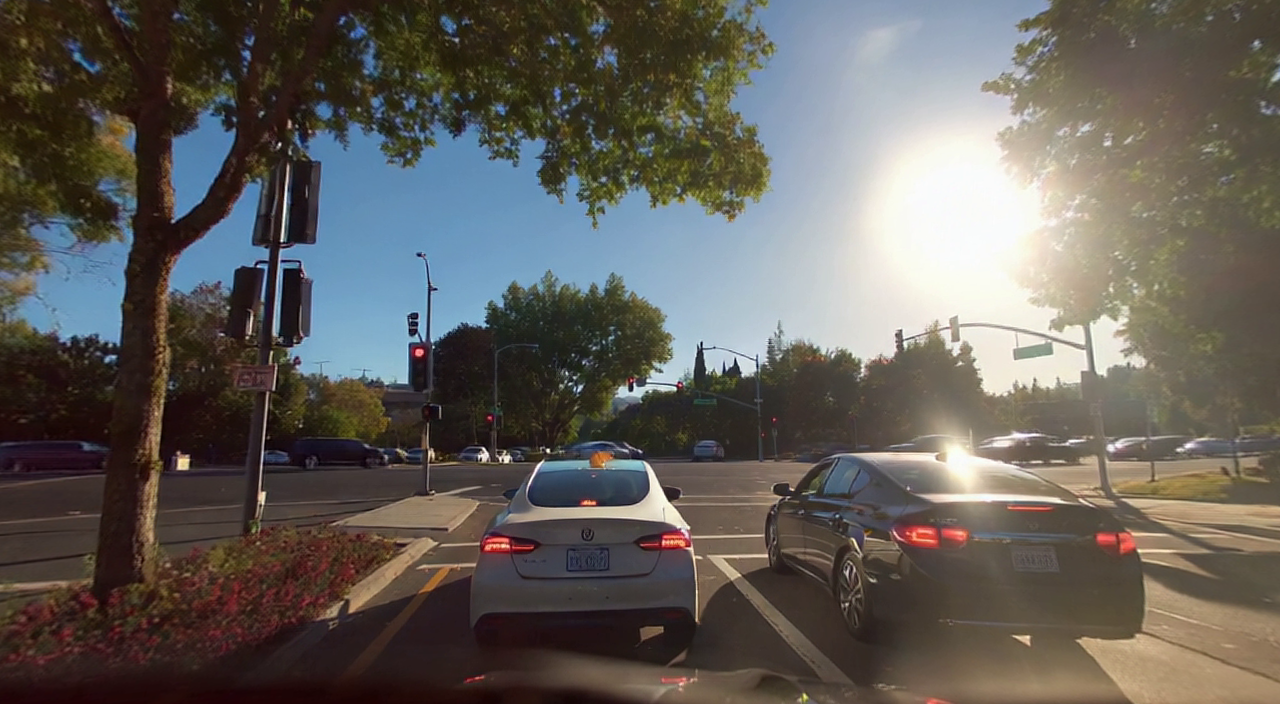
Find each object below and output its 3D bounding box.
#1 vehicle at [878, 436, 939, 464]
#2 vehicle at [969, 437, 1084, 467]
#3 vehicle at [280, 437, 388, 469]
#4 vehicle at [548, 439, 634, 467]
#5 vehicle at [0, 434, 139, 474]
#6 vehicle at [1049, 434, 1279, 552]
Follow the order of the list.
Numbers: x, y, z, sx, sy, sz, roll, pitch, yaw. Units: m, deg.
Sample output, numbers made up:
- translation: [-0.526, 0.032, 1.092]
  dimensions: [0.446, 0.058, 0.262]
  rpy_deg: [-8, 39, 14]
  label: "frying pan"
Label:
- translation: [16.161, 5.873, 37.888]
  dimensions: [2.001, 1.561, 4.481]
  rpy_deg: [-7, -11, 40]
  label: "vehicle"
- translation: [19.578, 5.071, 32.186]
  dimensions: [4.516, 1.468, 1.962]
  rpy_deg: [-1, -9, 9]
  label: "vehicle"
- translation: [-14.996, 4.941, 31.035]
  dimensions: [4.580, 1.472, 1.891]
  rpy_deg: [5, -10, -30]
  label: "vehicle"
- translation: [-2.727, 5.758, 36.300]
  dimensions: [1.935, 1.476, 4.849]
  rpy_deg: [-8, -12, 44]
  label: "vehicle"
- translation: [-22.460, 3.885, 24.164]
  dimensions: [4.671, 1.465, 1.934]
  rpy_deg: [3, -9, -17]
  label: "vehicle"
- translation: [9.282, 2.198, 10.381]
  dimensions: [1.993, 1.505, 4.721]
  rpy_deg: [3, -9, 0]
  label: "vehicle"
